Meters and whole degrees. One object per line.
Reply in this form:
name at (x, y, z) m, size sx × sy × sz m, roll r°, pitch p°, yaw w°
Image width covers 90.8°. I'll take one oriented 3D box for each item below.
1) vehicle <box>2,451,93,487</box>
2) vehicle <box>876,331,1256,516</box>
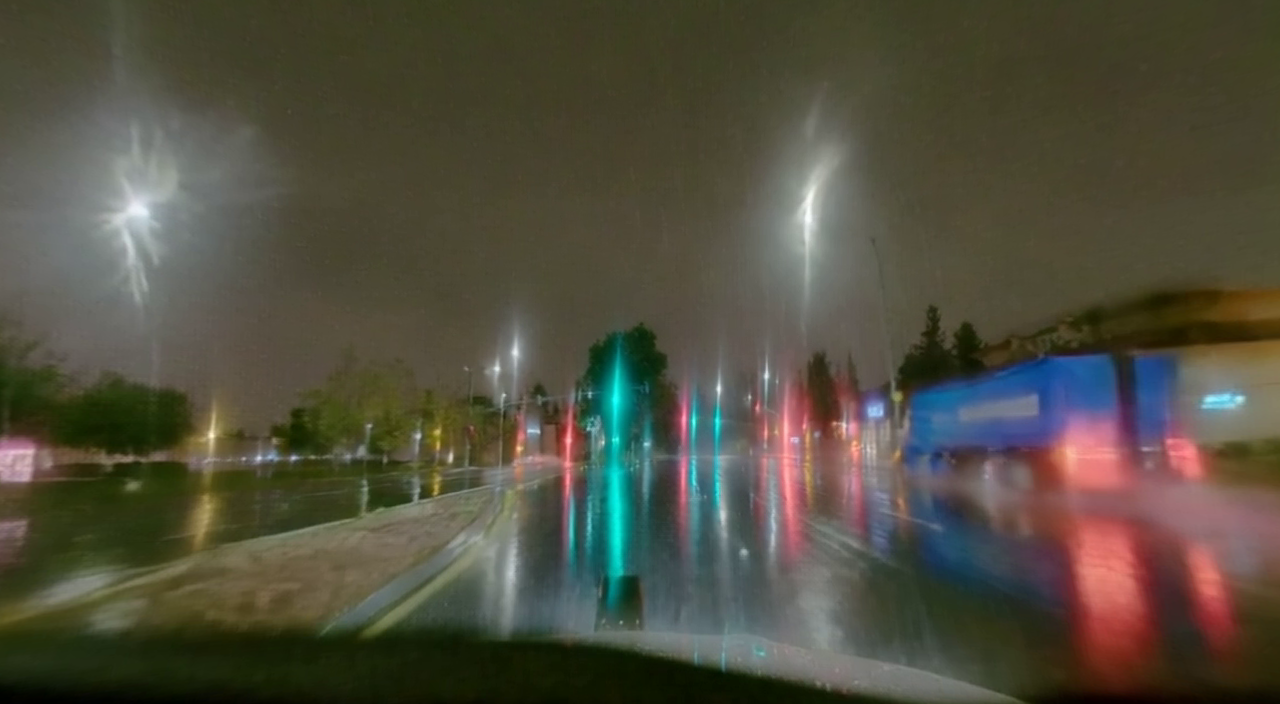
vehicle at (-45.212, 8.879, 48.423) m, size 2.318 × 2.515 × 5.911 m, roll 2°, pitch -9°, yaw -14°
vehicle at (10.010, 2.129, 17.322) m, size 2.946 × 3.506 × 10.682 m, roll 0°, pitch -9°, yaw 0°
